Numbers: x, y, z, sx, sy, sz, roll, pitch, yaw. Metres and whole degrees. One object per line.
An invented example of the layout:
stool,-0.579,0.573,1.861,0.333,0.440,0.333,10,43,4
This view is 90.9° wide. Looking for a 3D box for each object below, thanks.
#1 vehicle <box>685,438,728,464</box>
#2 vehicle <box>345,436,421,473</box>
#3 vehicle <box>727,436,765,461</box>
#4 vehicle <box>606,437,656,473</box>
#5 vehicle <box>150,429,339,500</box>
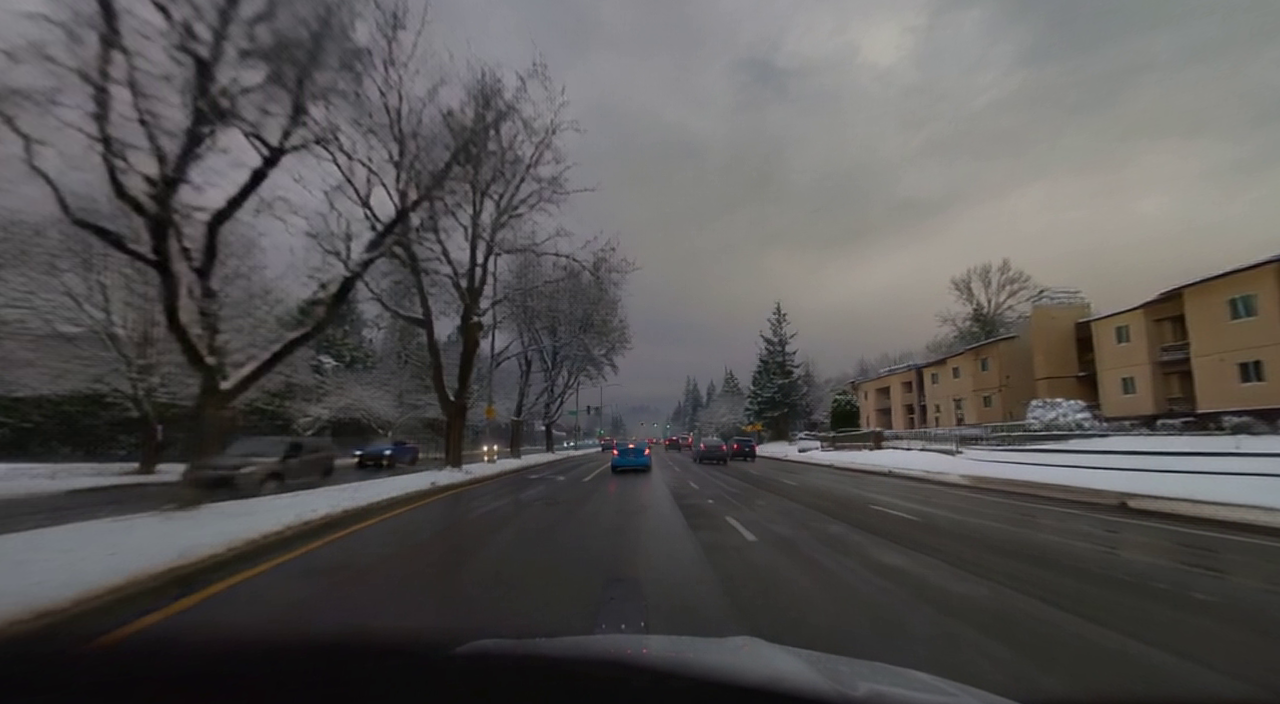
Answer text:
vehicle,3.993,6.042,38.682,2.067,1.514,4.188,0,-8,-1
vehicle,-14.064,5.618,34.809,2.156,1.889,4.750,0,-8,1
vehicle,7.615,6.970,45.651,1.972,1.700,4.269,0,-8,0
vehicle,-0.363,4.567,28.131,2.102,1.481,3.907,0,-8,0
vehicle,-10.472,3.008,17.249,2.071,1.645,4.654,0,-8,1
